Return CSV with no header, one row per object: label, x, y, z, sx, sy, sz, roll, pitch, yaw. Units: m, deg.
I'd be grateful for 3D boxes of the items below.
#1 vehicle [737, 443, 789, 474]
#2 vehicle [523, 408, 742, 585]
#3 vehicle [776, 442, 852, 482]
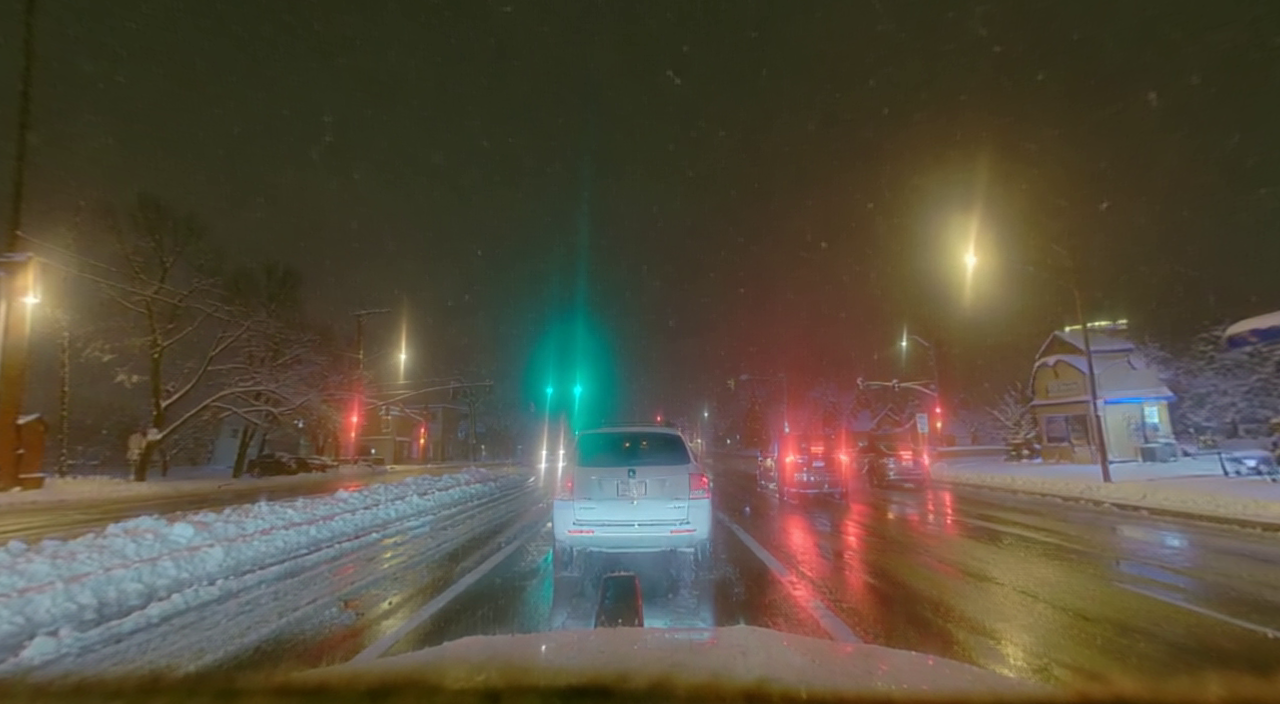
vehicle,6.274,5.457,32.642,1.961,1.477,4.454,0,-9,2
vehicle,-0.058,1.696,8.123,2.115,1.700,3.901,0,-8,1
vehicle,6.863,4.379,25.273,1.833,1.452,4.237,0,-9,0
